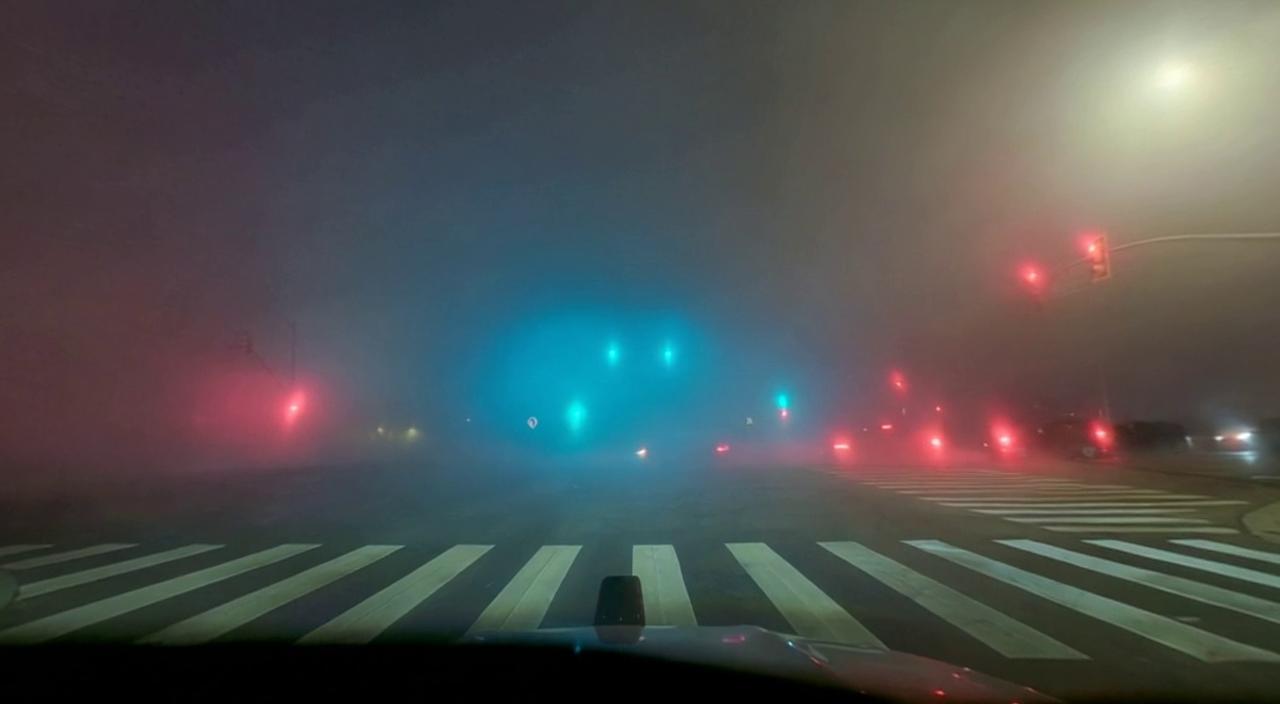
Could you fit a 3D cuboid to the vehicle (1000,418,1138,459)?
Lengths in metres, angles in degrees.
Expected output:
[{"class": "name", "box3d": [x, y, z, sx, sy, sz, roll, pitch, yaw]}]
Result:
[{"class": "vehicle", "box3d": [18.935, 3.864, 28.070, 4.571, 1.698, 1.977, -1, -8, 4]}]

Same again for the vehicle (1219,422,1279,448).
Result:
[{"class": "vehicle", "box3d": [42.261, 5.583, 42.326, 2.037, 1.614, 5.175, 0, -8, 0]}]

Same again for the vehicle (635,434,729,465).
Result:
[{"class": "vehicle", "box3d": [1.870, 4.365, 28.332, 4.046, 1.306, 1.719, -1, -8, 5]}]

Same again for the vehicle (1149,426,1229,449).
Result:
[{"class": "vehicle", "box3d": [36.570, 5.765, 42.222, 1.726, 1.429, 4.163, -1, -8, 2]}]

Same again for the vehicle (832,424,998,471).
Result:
[{"class": "vehicle", "box3d": [9.514, 3.326, 22.097, 4.916, 1.504, 1.846, 0, -8, -2]}]
